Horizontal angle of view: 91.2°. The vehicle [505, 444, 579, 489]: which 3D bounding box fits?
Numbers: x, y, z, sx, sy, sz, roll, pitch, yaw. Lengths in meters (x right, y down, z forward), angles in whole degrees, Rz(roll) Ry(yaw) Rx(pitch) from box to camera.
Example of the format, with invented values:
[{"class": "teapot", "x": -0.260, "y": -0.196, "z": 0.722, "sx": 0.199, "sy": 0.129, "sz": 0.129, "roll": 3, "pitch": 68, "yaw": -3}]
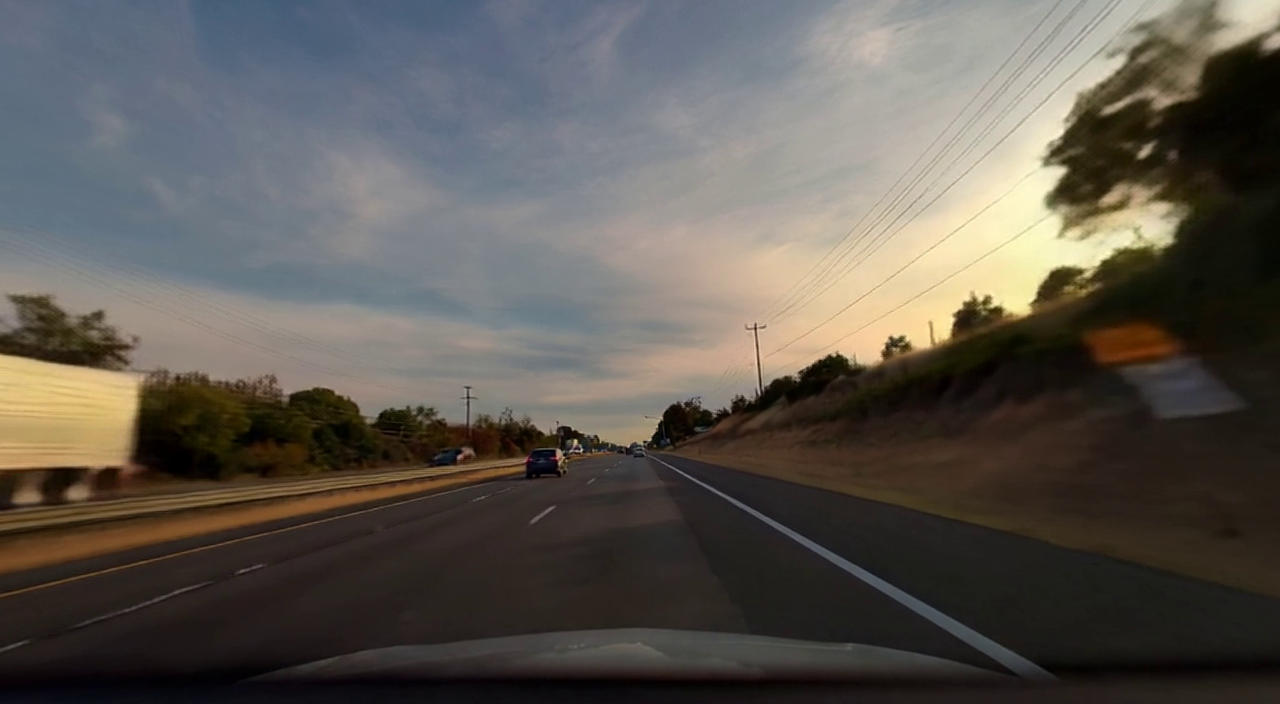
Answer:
[{"class": "vehicle", "x": -3.656, "y": 4.361, "z": 24.185, "sx": 2.123, "sy": 1.545, "sz": 4.404, "roll": 0, "pitch": -9, "yaw": 0}]
